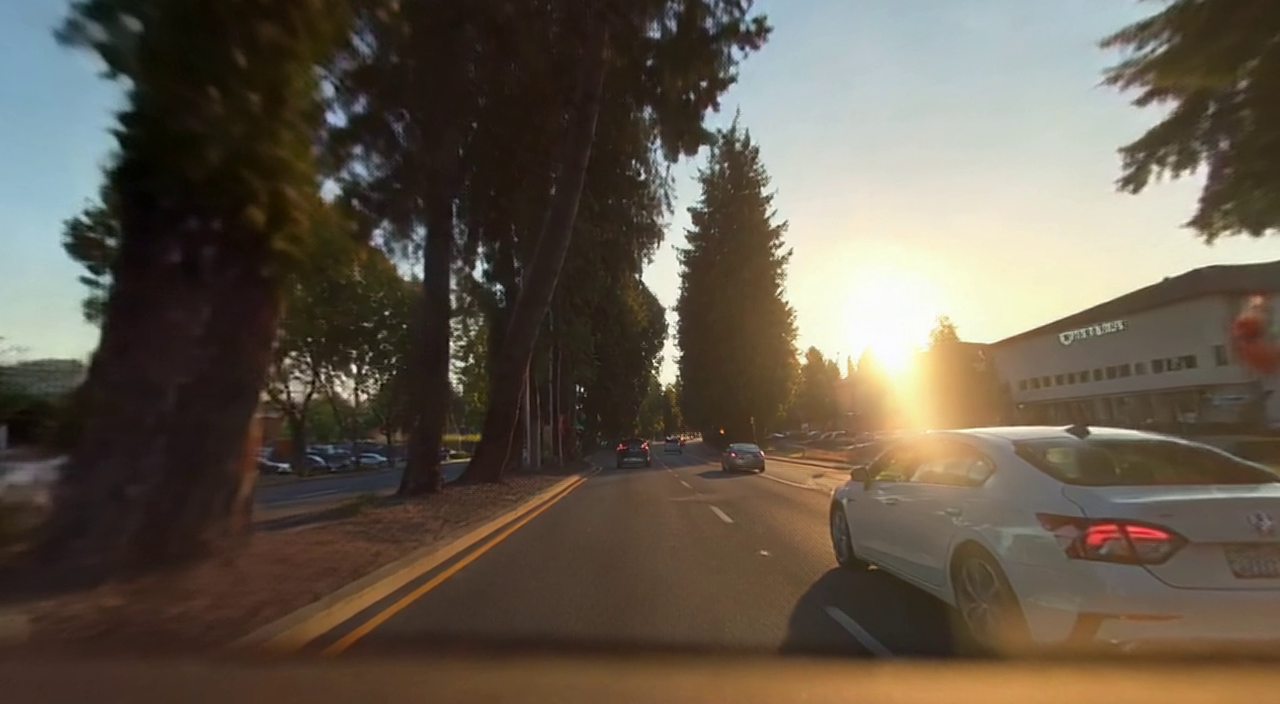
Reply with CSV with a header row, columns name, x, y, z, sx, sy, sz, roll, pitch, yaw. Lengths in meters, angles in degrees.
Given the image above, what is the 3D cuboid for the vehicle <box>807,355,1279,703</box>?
name,x,y,z,sx,sy,sz,roll,pitch,yaw
vehicle,3.013,1.166,4.902,2.153,1.658,4.485,0,-9,-1

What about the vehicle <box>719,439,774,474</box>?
name,x,y,z,sx,sy,sz,roll,pitch,yaw
vehicle,4.820,4.806,29.236,1.883,1.452,4.258,0,-9,1

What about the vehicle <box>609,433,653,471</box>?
name,x,y,z,sx,sy,sz,roll,pitch,yaw
vehicle,-0.424,5.113,32.404,2.106,1.798,4.168,0,-8,0
